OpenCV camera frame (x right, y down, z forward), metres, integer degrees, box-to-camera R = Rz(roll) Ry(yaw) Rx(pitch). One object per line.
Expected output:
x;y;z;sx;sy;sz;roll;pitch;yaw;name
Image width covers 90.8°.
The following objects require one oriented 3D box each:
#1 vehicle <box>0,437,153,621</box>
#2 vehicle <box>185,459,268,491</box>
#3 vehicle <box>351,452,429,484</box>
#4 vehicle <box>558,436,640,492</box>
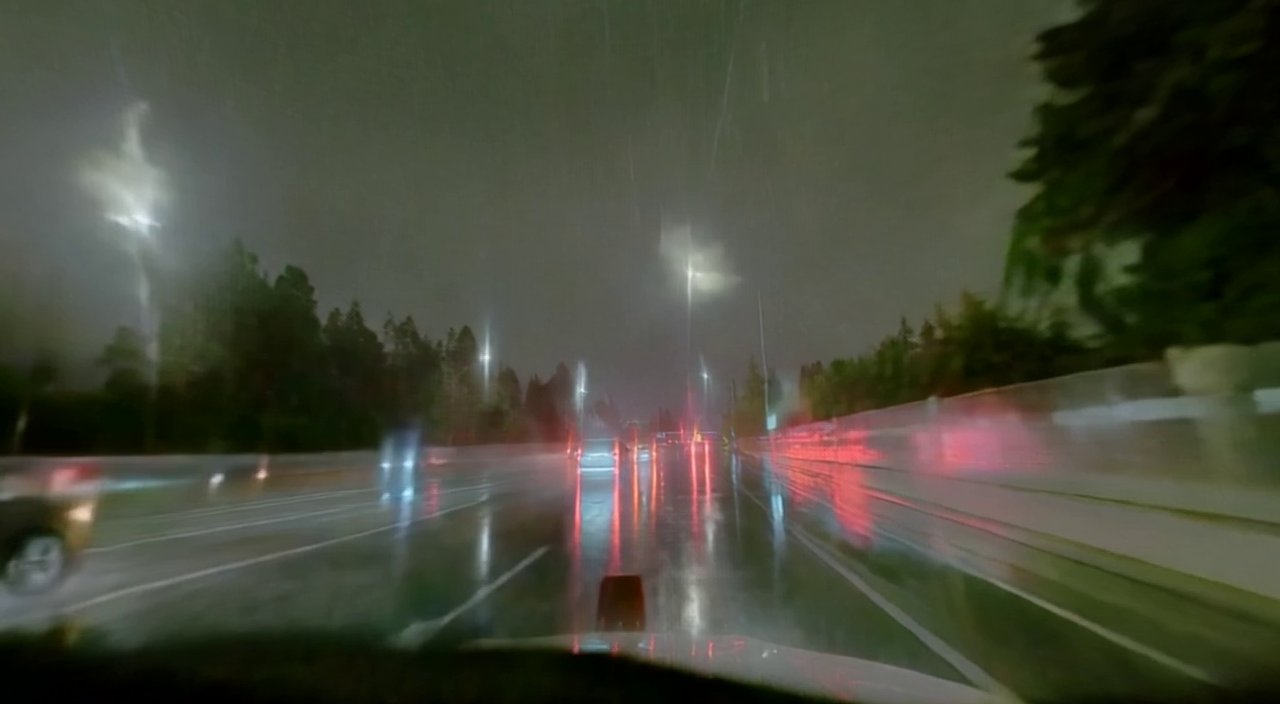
-6.177;1.302;4.184;1.981;1.460;4.792;-1;-9;2;vehicle
-22.573;6.683;34.668;1.774;1.542;3.835;-1;-9;4;vehicle
-12.579;5.848;32.082;1.832;1.437;4.523;-1;-9;4;vehicle
-1.263;3.742;21.453;2.082;1.638;4.644;-2;-9;5;vehicle
